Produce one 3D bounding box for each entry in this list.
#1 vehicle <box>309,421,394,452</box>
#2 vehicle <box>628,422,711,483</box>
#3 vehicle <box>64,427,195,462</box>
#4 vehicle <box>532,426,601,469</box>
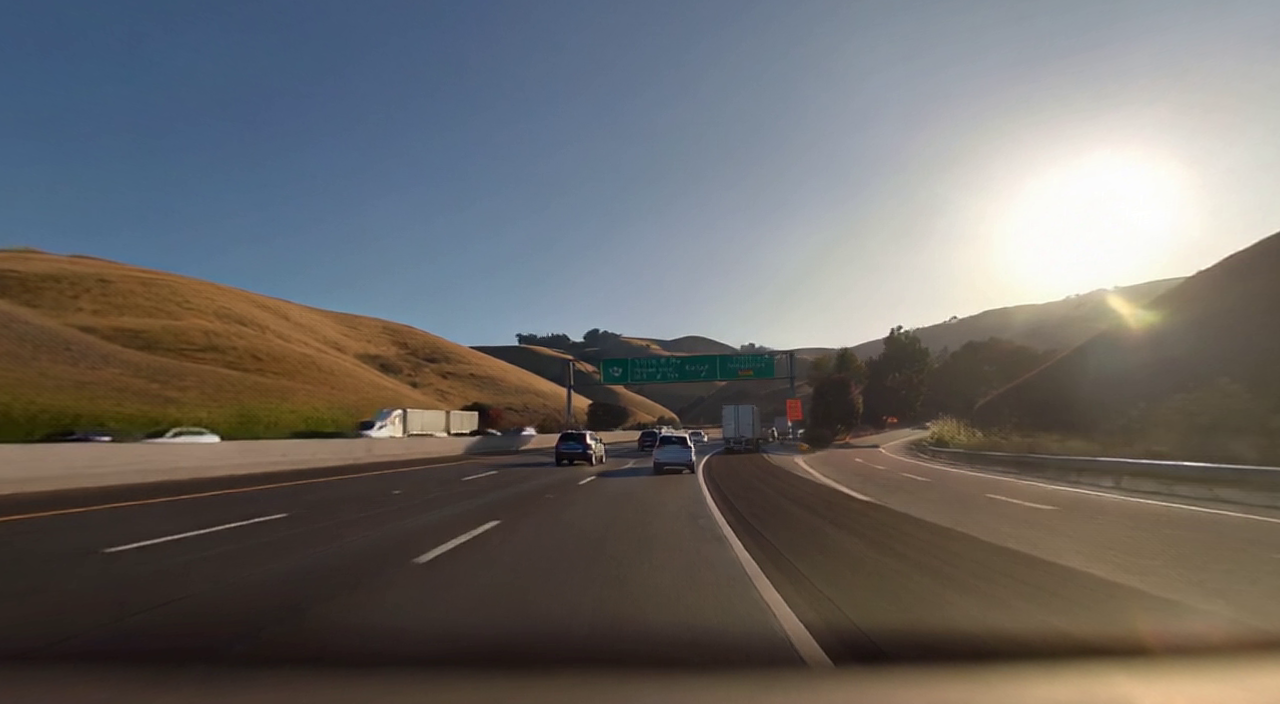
[{"bbox_3d":[-18.954,5.624,41.795,2.337,1.884,5.798,-1,-8,7],"label":"vehicle"},{"bbox_3d":[1.037,3.347,21.266,2.484,1.820,4.497,-1,-8,4],"label":"vehicle"},{"bbox_3d":[-23.733,4.332,29.610,1.901,1.481,4.719,-1,-8,6],"label":"vehicle"},{"bbox_3d":[-3.079,4.145,27.420,2.077,1.712,4.406,-1,-8,5],"label":"vehicle"}]
